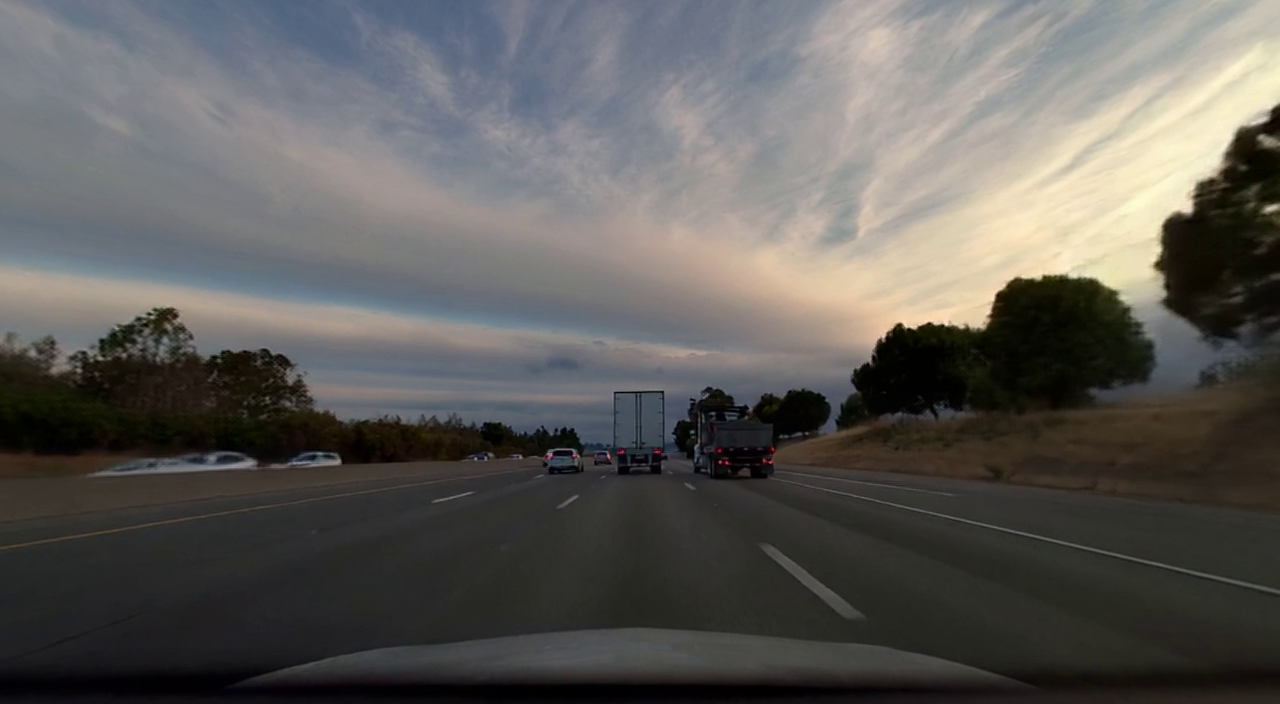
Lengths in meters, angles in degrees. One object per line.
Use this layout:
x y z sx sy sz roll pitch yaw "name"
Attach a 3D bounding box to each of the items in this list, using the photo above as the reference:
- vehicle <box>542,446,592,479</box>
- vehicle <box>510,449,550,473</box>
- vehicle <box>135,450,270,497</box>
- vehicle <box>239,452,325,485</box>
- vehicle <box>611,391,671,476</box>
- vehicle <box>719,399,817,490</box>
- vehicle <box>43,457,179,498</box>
-3.668 5.625 32.352 2.061 1.555 3.900 0 -9 0 "vehicle"
-7.362 7.303 42.482 1.926 1.482 3.959 0 -9 1 "vehicle"
-15.310 4.236 22.381 1.809 1.473 4.083 0 -9 0 "vehicle"
-19.861 6.432 35.197 1.896 1.688 4.685 -1 -9 2 "vehicle"
-0.049 4.879 36.621 2.875 4.056 12.312 0 -9 -1 "vehicle"
4.360 3.268 22.309 2.565 2.902 3.798 0 -9 -1 "vehicle"
-22.276 5.275 26.806 1.905 1.516 4.417 0 -9 0 "vehicle"
